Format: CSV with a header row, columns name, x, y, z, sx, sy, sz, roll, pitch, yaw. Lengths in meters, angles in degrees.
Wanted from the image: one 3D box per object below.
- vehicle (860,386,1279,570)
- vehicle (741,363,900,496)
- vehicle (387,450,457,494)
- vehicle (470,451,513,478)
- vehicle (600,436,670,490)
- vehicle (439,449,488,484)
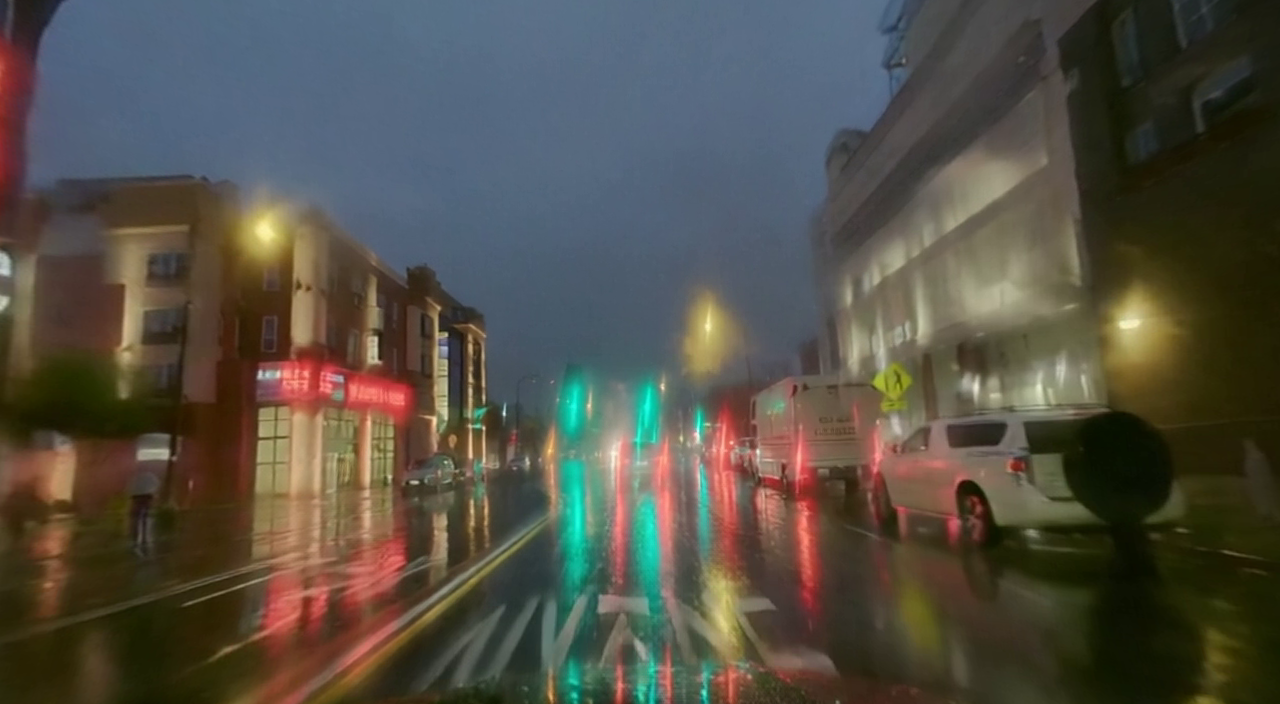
name,x,y,z,sx,sy,sz,roll,pitch,yaw
vehicle,5.593,1.747,9.596,2.367,1.917,5.810,0,-8,-1
vehicle,5.430,2.611,20.720,2.893,3.553,7.295,0,-8,-1
vehicle,-11.278,6.190,32.983,2.055,1.685,4.370,-5,-6,-1
vehicle,-11.083,8.412,47.534,1.920,1.498,4.591,-5,-6,2
vehicle,-0.157,3.636,21.053,2.086,1.575,4.205,0,-8,0
vehicle,-11.369,7.350,40.938,1.872,1.731,4.656,-4,-6,-1
